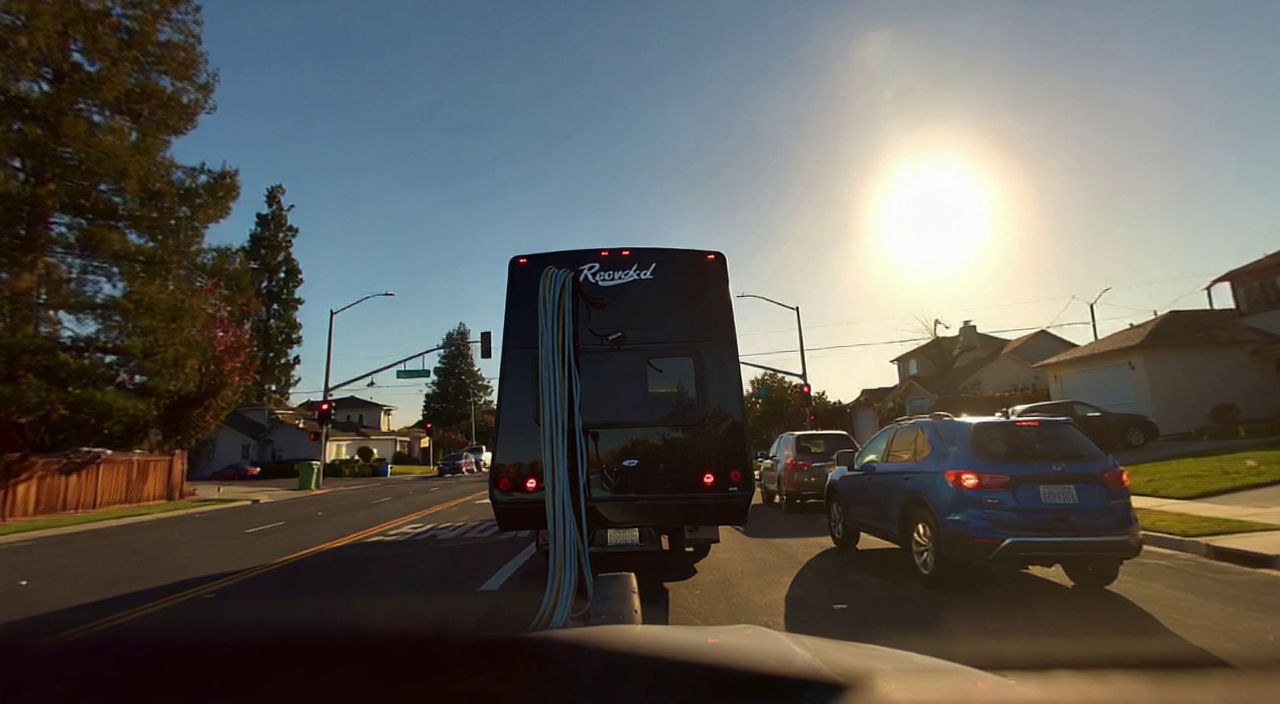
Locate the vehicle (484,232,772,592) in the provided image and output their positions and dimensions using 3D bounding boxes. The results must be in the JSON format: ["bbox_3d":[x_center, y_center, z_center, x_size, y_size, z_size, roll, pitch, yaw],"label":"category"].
[{"bbox_3d":[-0.110,1.123,10.268,2.709,3.511,8.213,0,-9,0],"label":"vehicle"}]

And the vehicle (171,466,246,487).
[{"bbox_3d":[-32.701,9.410,47.952,4.311,1.458,1.707,0,-9,-3],"label":"vehicle"}]

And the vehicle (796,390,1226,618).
[{"bbox_3d":[3.406,1.493,7.125,2.104,1.735,4.408,0,-9,0],"label":"vehicle"}]

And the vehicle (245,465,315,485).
[{"bbox_3d":[-27.405,9.365,48.139,4.187,1.445,1.809,0,-9,0],"label":"vehicle"}]
